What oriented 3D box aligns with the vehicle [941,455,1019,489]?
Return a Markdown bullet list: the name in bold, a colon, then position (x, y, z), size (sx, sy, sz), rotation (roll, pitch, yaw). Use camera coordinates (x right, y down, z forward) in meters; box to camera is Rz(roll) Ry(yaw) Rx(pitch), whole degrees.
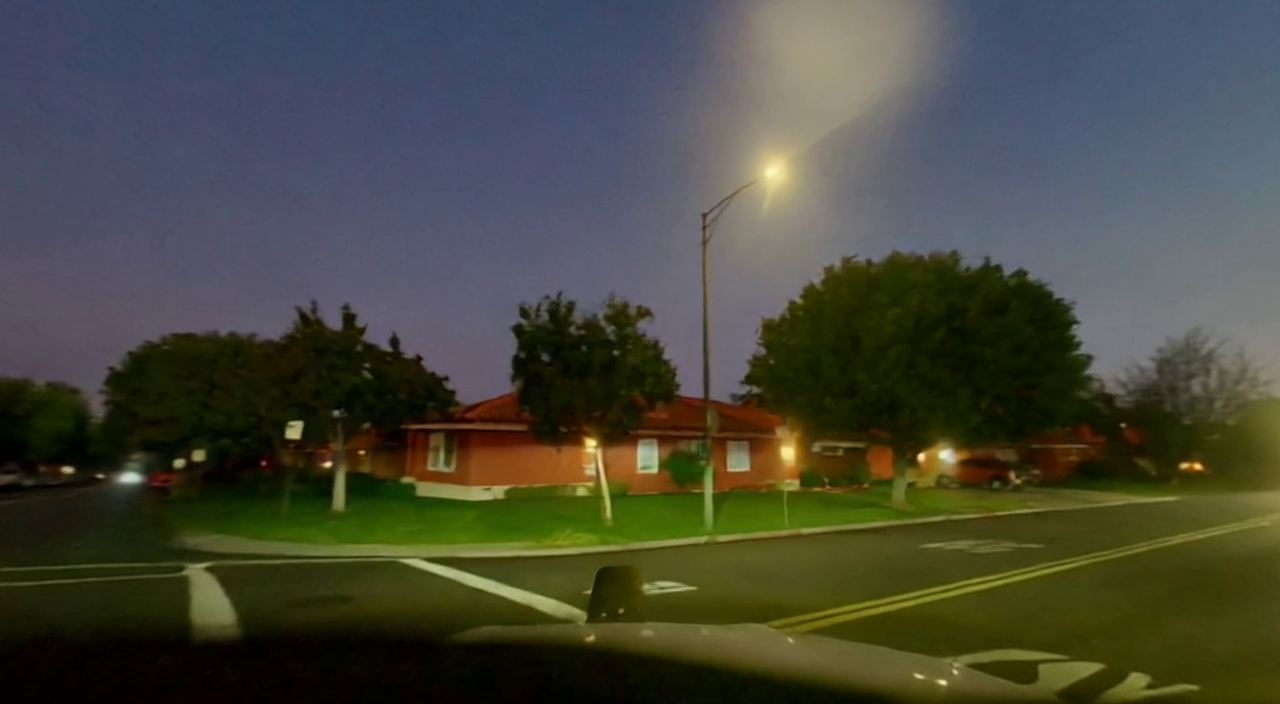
- **vehicle**: position (21.313, 7.505, 39.492), size (5.161, 1.829, 2.034), rotation (10, -14, -34)
